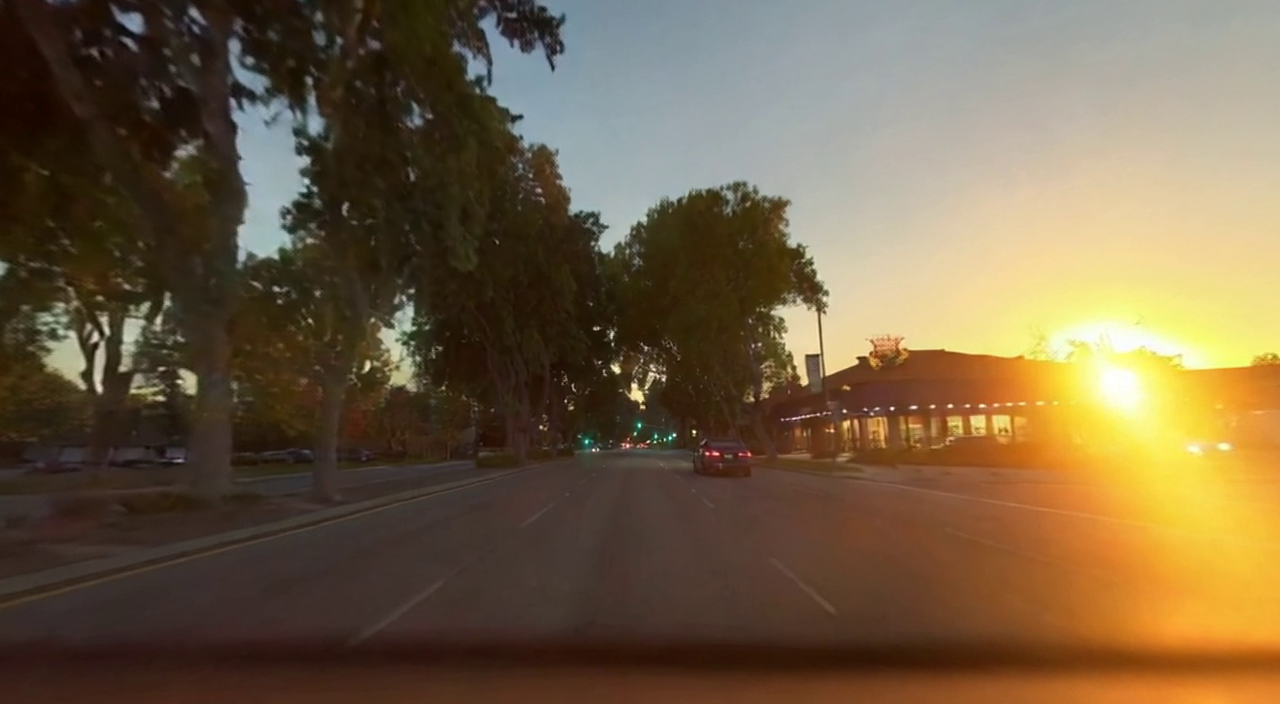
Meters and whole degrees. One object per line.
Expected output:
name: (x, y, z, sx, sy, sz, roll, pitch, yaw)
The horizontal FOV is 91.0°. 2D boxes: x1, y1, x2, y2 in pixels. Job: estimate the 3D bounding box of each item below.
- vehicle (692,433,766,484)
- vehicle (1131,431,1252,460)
vehicle: (3.243, 4.006, 23.957, 2.083, 1.743, 4.354, 0, -8, -1)
vehicle: (28.151, 4.791, 32.309, 4.089, 1.389, 2.050, -2, -8, 17)
